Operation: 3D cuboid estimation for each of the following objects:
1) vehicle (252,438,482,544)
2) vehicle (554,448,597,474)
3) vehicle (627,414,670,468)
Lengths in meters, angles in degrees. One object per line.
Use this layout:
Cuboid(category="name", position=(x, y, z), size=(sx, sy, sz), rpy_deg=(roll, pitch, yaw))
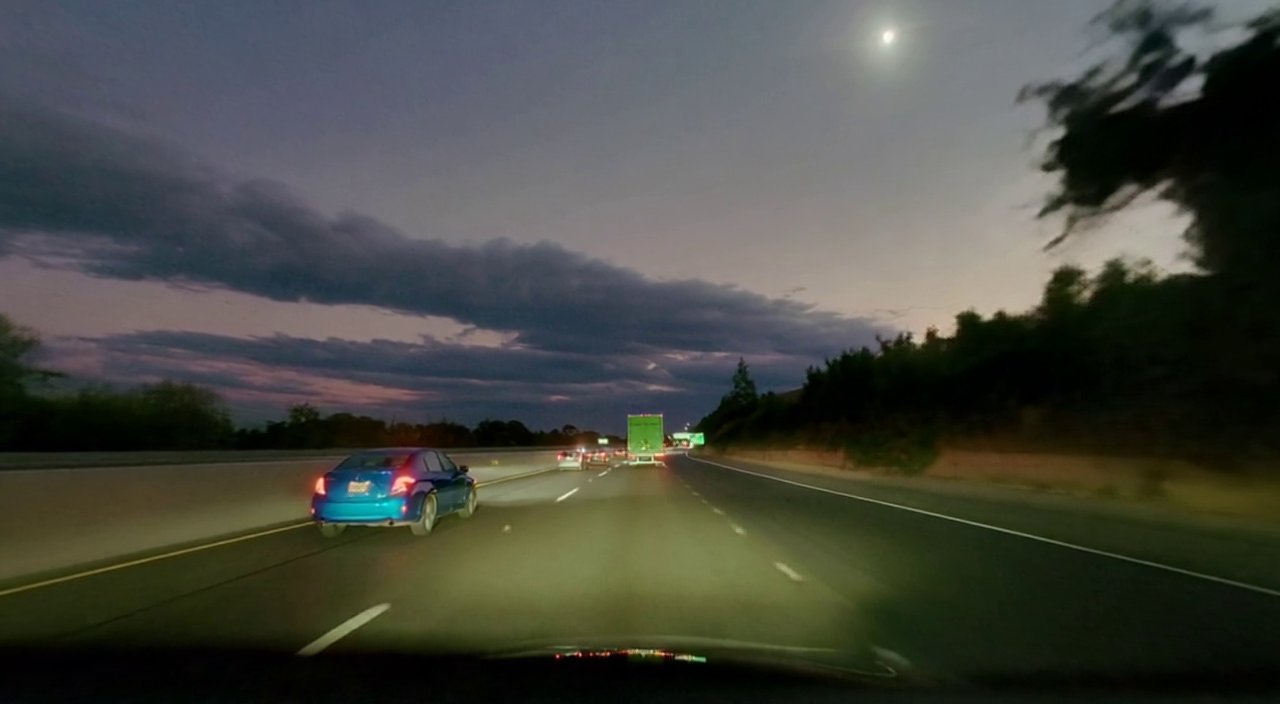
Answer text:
Cuboid(category="vehicle", position=(-4.366, 2.286, 11.031), size=(2.010, 1.461, 4.391), rpy_deg=(0, -9, 1))
Cuboid(category="vehicle", position=(-3.731, 6.362, 37.040), size=(1.981, 1.435, 4.199), rpy_deg=(0, -9, 1))
Cuboid(category="vehicle", position=(0.551, 6.738, 47.213), size=(2.893, 3.628, 9.081), rpy_deg=(0, -9, 0))
